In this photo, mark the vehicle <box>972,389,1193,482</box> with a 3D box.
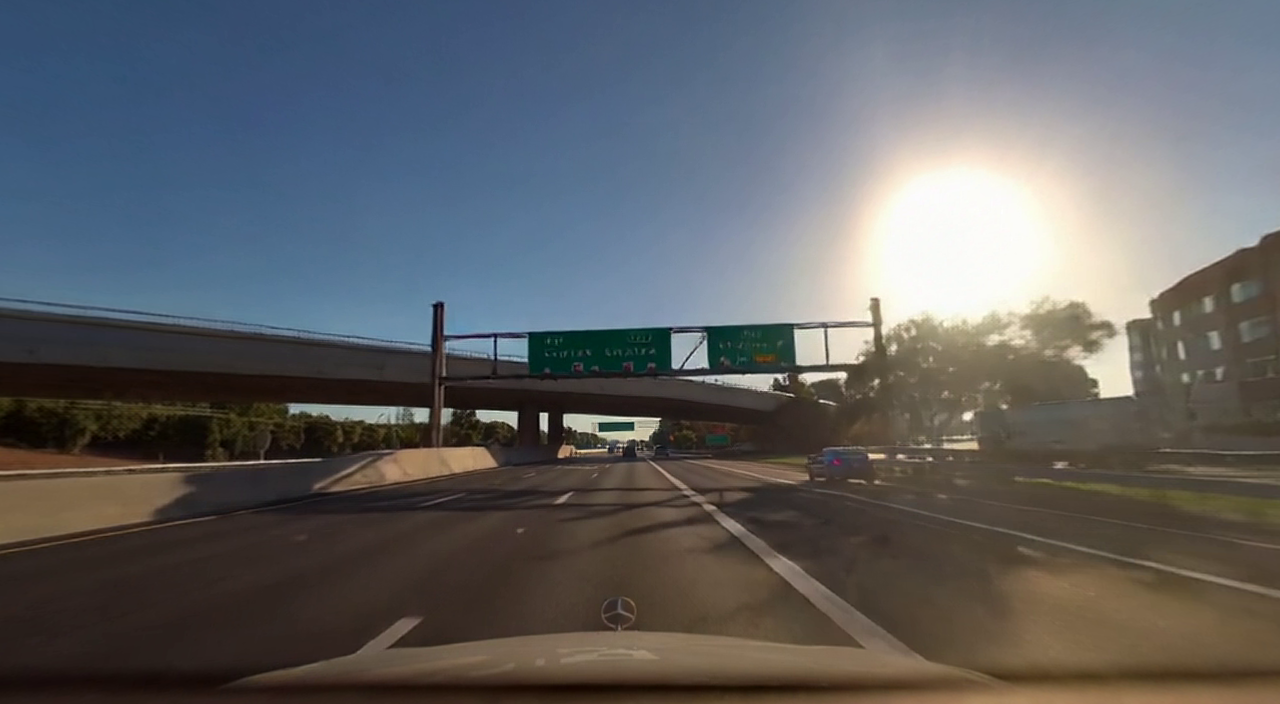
[{"bbox_3d":[20.728,4.165,30.945,2.841,3.731,10.555,0,-9,-2],"label":"vehicle"}]

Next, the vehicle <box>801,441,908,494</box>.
[{"bbox_3d":[6.906,3.737,20.925,1.958,1.498,4.447,0,-8,0],"label":"vehicle"}]
